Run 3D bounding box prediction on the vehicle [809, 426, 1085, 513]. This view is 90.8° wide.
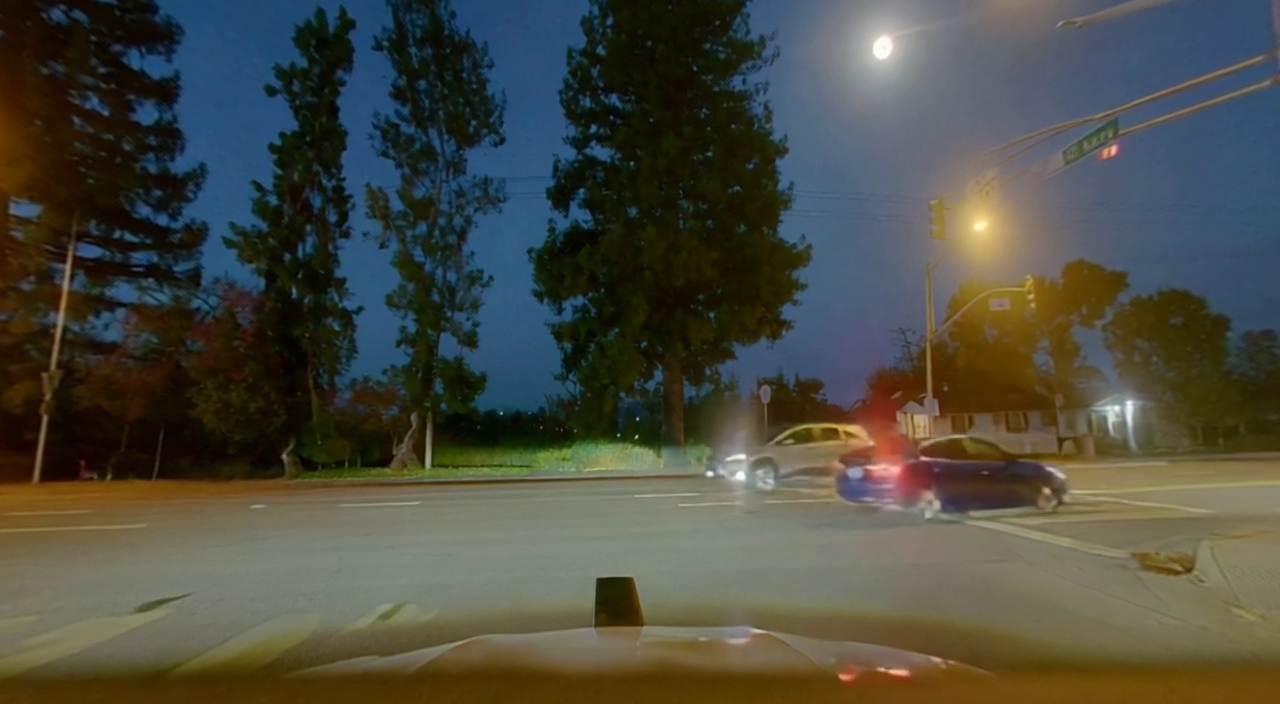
[{"bbox_3d":[5.726,2.155,11.945,4.517,1.419,1.836,2,-9,-16],"label":"vehicle"}]

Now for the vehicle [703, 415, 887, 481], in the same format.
[{"bbox_3d":[4.546,2.837,18.791,4.882,1.783,2.093,2,-9,-16],"label":"vehicle"}]
